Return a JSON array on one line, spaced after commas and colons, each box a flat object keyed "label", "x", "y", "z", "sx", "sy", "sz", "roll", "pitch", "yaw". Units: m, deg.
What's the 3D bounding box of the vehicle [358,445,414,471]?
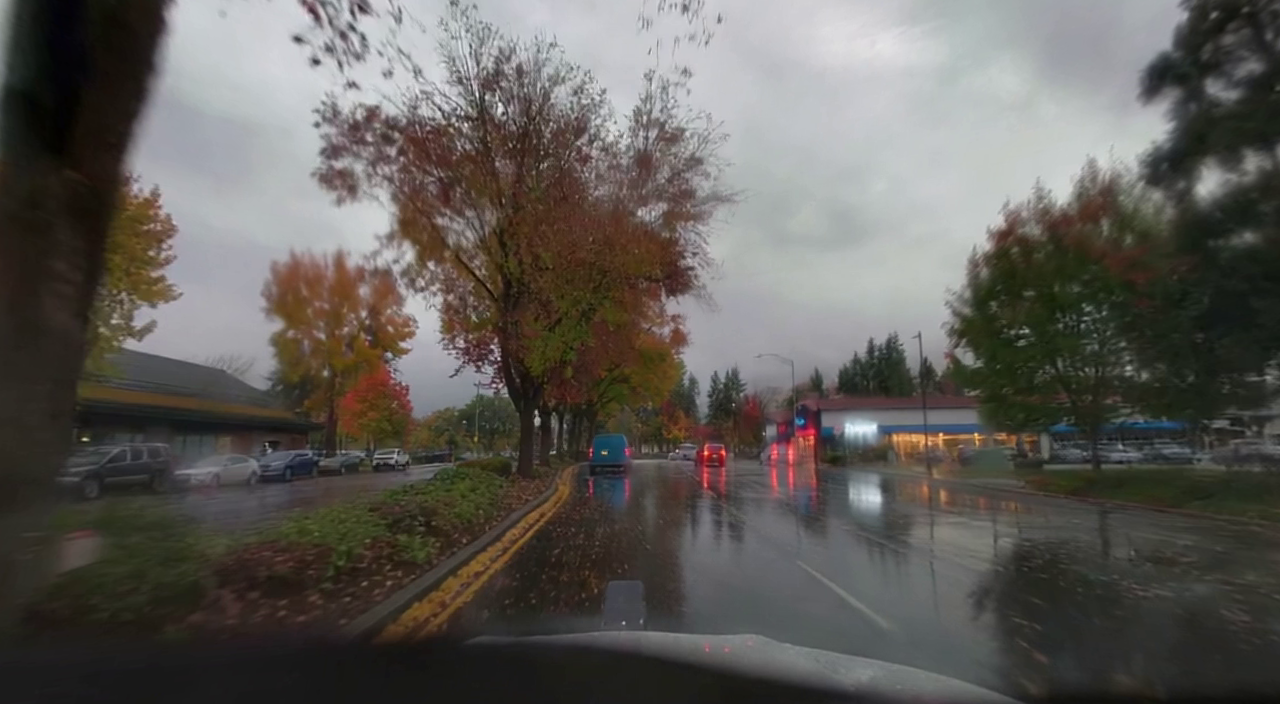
[{"label": "vehicle", "x": -18.684, "y": 7.795, "z": 46.661, "sx": 1.914, "sy": 1.785, "sz": 5.408, "roll": 0, "pitch": -8, "yaw": 0}]

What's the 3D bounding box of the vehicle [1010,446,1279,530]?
[{"label": "vehicle", "x": 10.556, "y": 2.795, "z": 13.714, "sx": 2.092, "sy": 1.473, "sz": 4.813, "roll": 0, "pitch": -8, "yaw": 0}]

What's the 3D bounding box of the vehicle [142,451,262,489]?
[{"label": "vehicle", "x": -19.110, "y": 5.143, "z": 27.828, "sx": 1.985, "sy": 1.463, "sz": 4.603, "roll": 0, "pitch": -8, "yaw": 0}]

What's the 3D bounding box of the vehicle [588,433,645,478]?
[{"label": "vehicle", "x": -1.143, "y": 4.607, "z": 28.356, "sx": 2.344, "sy": 1.863, "sz": 4.665, "roll": 1, "pitch": -8, "yaw": -5}]

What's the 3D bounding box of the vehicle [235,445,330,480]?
[{"label": "vehicle", "x": -18.993, "y": 5.873, "z": 33.818, "sx": 2.137, "sy": 1.723, "sz": 4.850, "roll": 0, "pitch": -8, "yaw": 2}]

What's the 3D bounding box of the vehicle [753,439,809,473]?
[{"label": "vehicle", "x": 7.710, "y": 5.721, "z": 34.984, "sx": 2.040, "sy": 1.738, "sz": 4.414, "roll": 0, "pitch": -8, "yaw": 0}]

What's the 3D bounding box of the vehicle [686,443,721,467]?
[{"label": "vehicle", "x": 4.137, "y": 6.826, "z": 41.950, "sx": 1.886, "sy": 1.464, "sz": 4.290, "roll": 0, "pitch": -8, "yaw": 0}]

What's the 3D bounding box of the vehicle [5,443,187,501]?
[{"label": "vehicle", "x": -19.018, "y": 4.172, "z": 22.460, "sx": 2.160, "sy": 1.801, "sz": 4.860, "roll": 0, "pitch": -8, "yaw": -1}]

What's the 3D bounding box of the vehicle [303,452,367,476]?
[{"label": "vehicle", "x": -18.772, "y": 6.899, "z": 38.983, "sx": 1.737, "sy": 1.349, "sz": 4.014, "roll": 0, "pitch": -8, "yaw": 3}]
